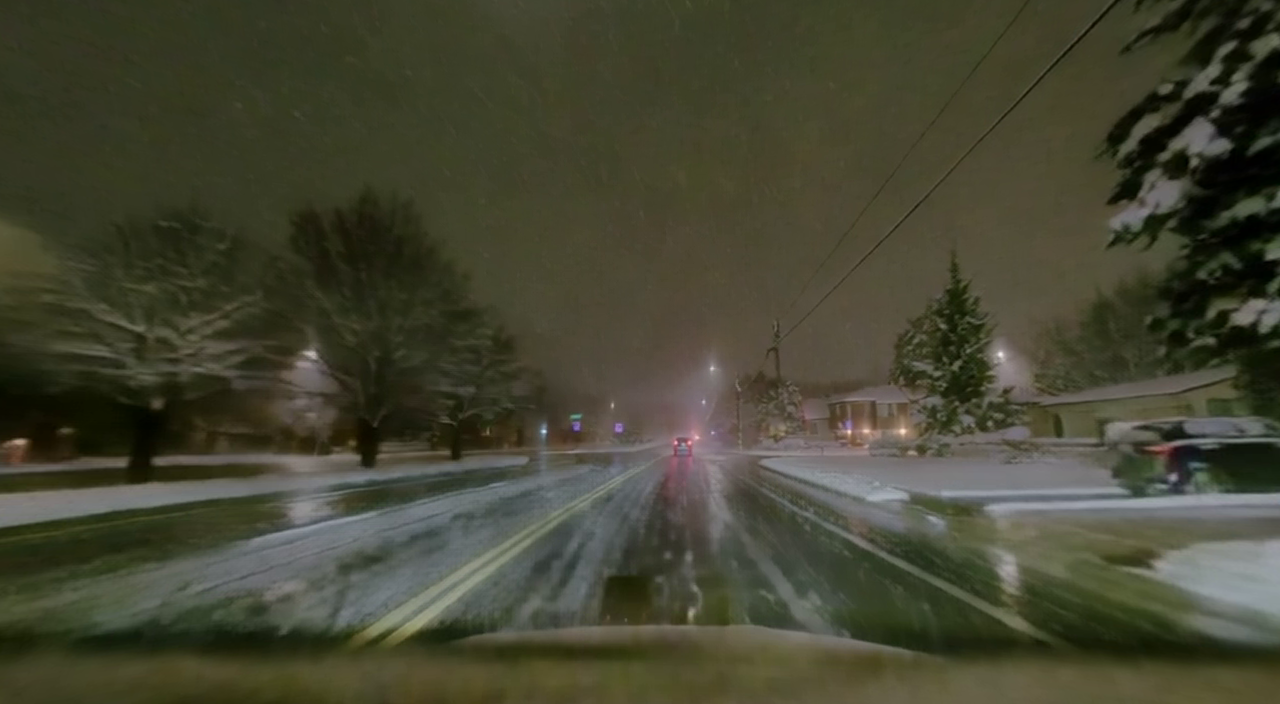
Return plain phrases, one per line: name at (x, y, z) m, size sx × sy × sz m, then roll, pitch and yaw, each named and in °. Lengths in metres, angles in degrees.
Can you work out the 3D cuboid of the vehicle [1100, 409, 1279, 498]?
vehicle at (11.785, 1.899, 11.930) m, size 4.544 × 1.535 × 1.921 m, roll -1°, pitch -8°, yaw 4°
